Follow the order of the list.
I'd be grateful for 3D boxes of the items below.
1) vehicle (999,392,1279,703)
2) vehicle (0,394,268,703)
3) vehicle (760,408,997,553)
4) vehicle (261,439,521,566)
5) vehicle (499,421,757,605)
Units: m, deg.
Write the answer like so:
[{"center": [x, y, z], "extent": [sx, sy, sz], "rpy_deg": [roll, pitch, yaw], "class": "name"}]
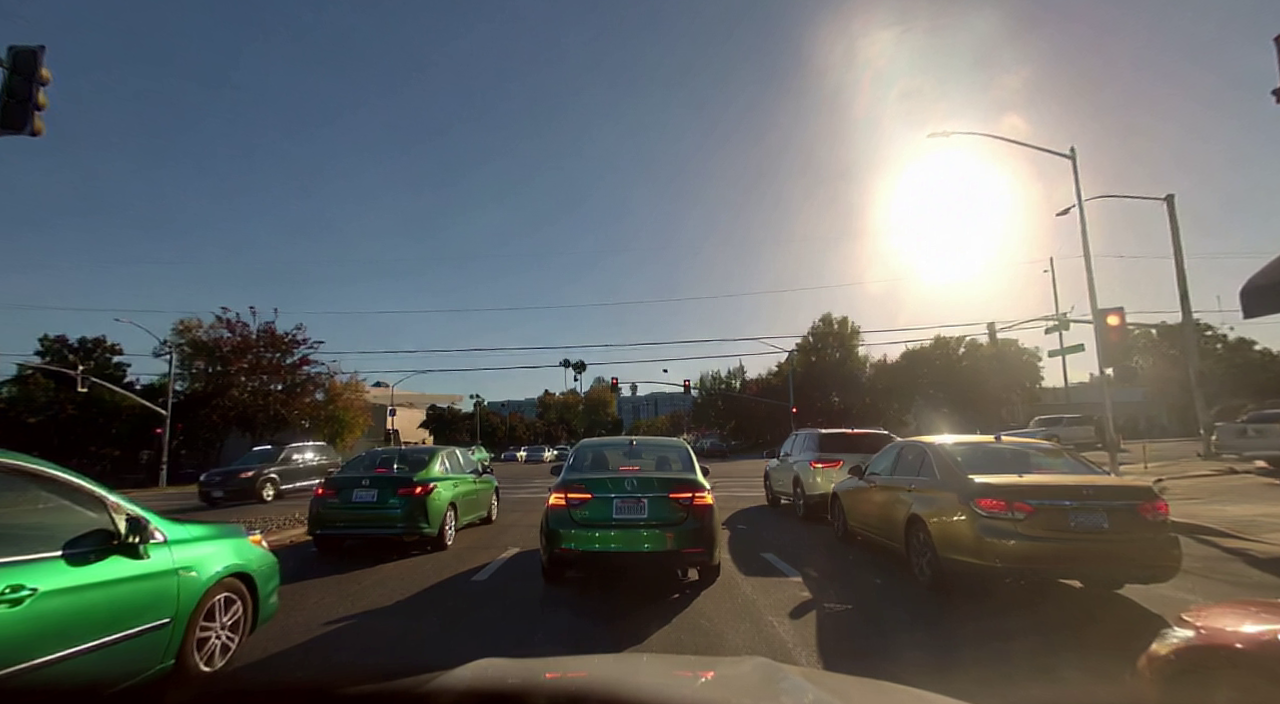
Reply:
[{"center": [3.929, 0.970, 3.103], "extent": [1.800, 1.519, 4.198], "rpy_deg": [0, -8, -1], "class": "vehicle"}, {"center": [-3.478, 0.863, 1.837], "extent": [2.016, 1.547, 4.414], "rpy_deg": [0, -8, 1], "class": "vehicle"}, {"center": [3.310, 1.870, 9.827], "extent": [1.992, 1.744, 4.183], "rpy_deg": [0, -8, -1], "class": "vehicle"}, {"center": [-3.307, 2.068, 9.530], "extent": [1.995, 1.436, 4.373], "rpy_deg": [-1, -8, 2], "class": "vehicle"}, {"center": [-0.134, 1.643, 7.359], "extent": [2.140, 1.499, 4.119], "rpy_deg": [0, -8, -1], "class": "vehicle"}]
